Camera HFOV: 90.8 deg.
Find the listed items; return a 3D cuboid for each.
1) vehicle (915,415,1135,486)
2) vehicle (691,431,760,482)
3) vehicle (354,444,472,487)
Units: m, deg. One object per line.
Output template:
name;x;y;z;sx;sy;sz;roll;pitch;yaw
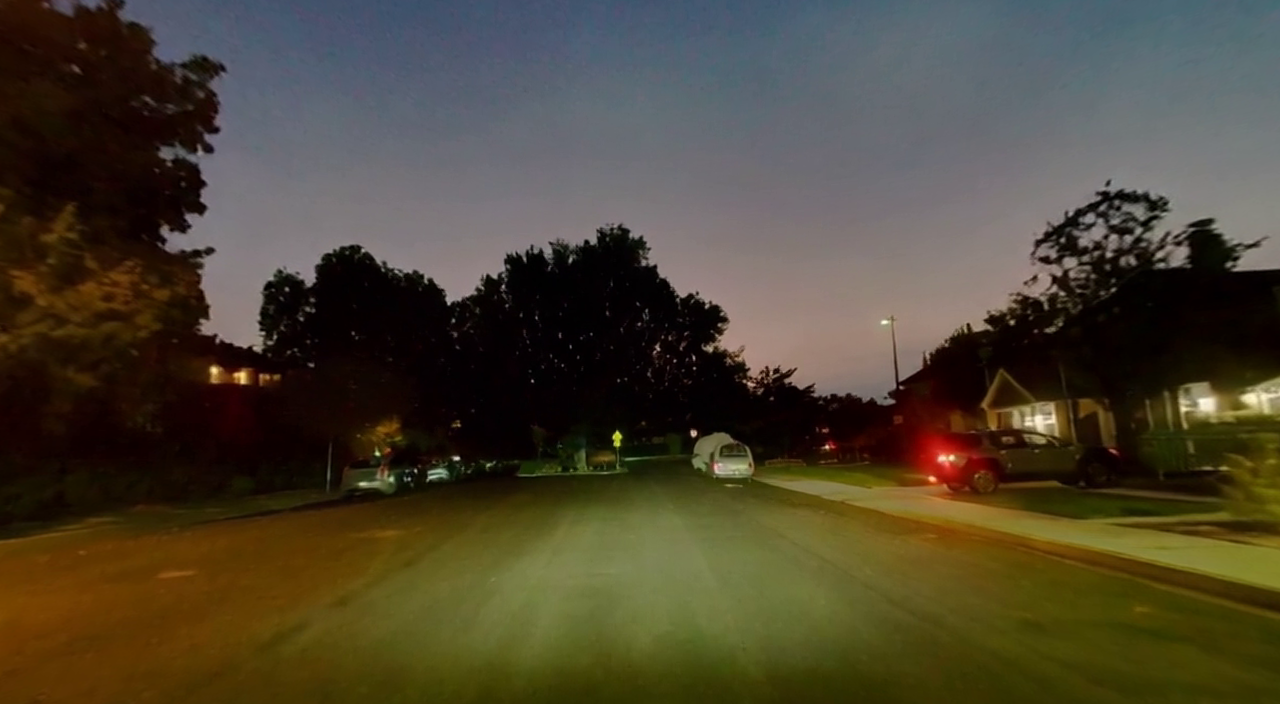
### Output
vehicle;10.550;2.740;17.630;4.733;1.843;2.005;0;-9;1
vehicle;3.457;4.360;26.494;2.051;1.925;4.625;0;-9;-2
vehicle;-10.261;5.108;28.749;4.620;1.695;2.004;5;-11;-40
